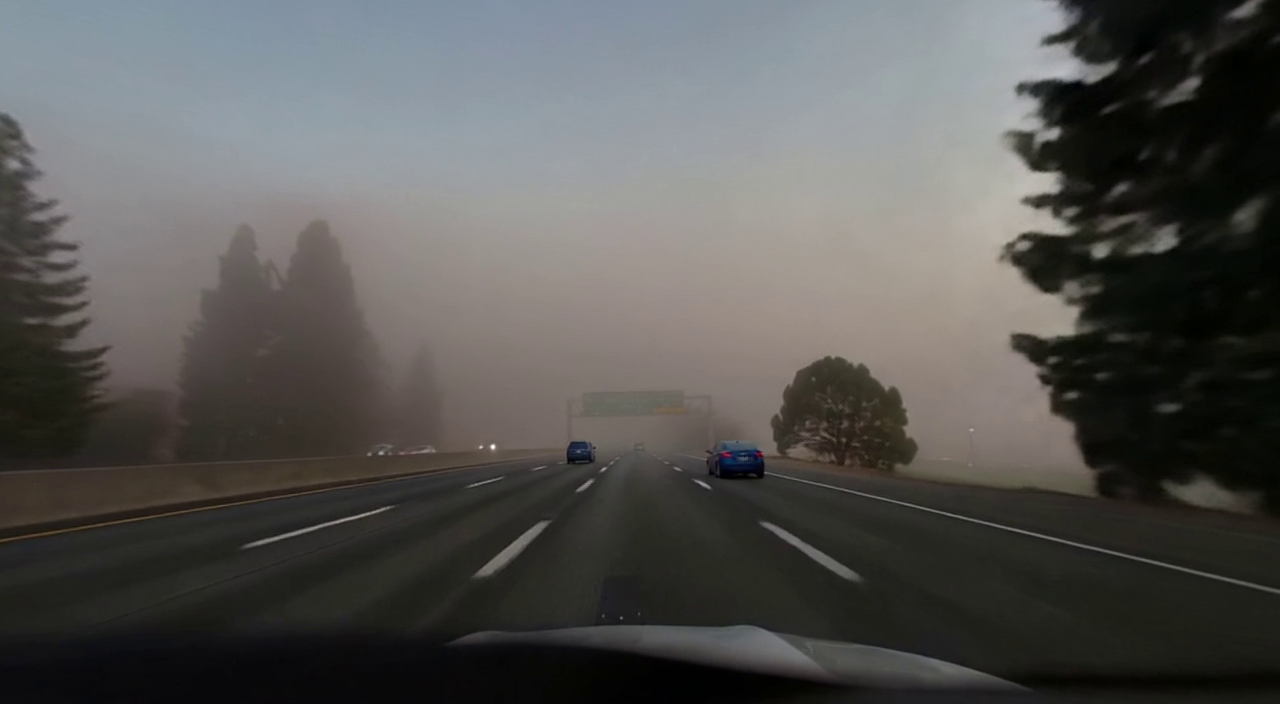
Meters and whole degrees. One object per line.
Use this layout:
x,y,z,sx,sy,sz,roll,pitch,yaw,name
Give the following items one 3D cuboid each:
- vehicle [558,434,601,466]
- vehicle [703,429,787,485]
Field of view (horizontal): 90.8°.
-3.549,5.898,38.042,2.173,1.793,4.564,0,-9,0,vehicle
3.430,3.538,21.508,2.053,1.714,4.097,0,-9,-1,vehicle
